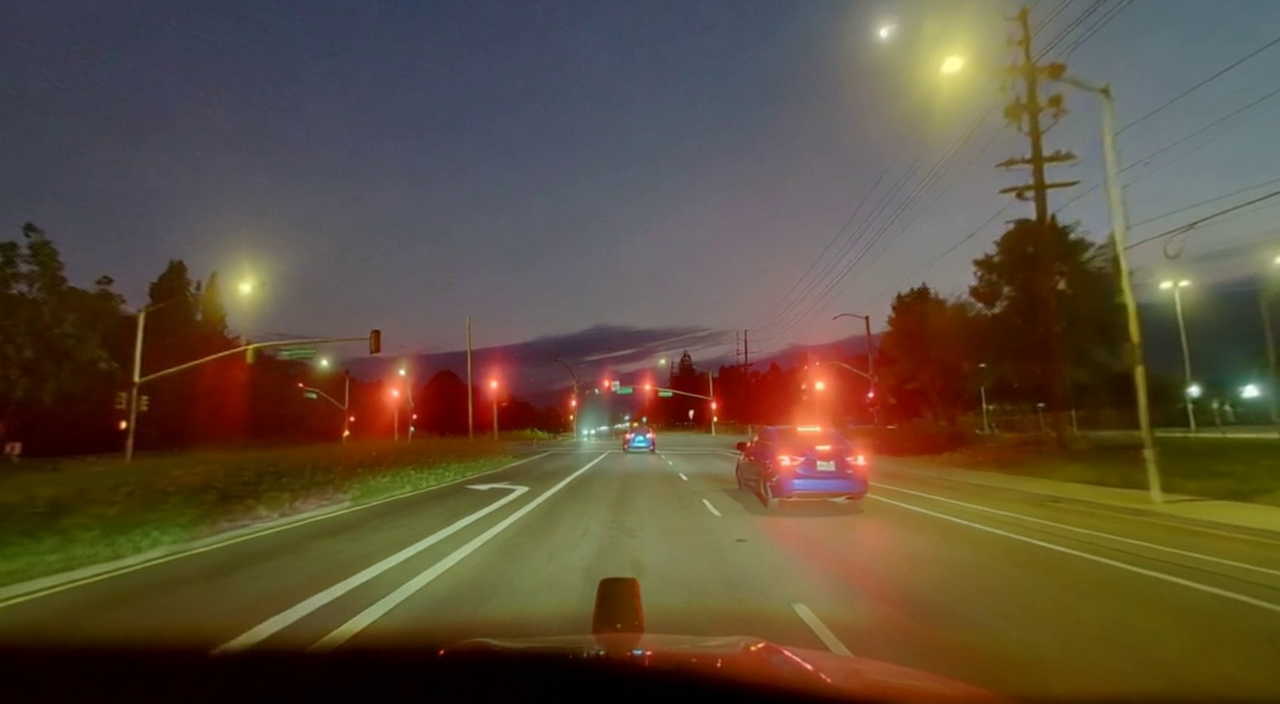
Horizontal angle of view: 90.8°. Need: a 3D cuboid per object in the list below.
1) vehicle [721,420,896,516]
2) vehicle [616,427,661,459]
[{"bbox_3d":[2.849,2.088,11.823,2.004,1.448,4.263,0,-8,-1],"label":"vehicle"},{"bbox_3d":[-0.072,4.540,31.542,2.110,1.466,3.860,0,-8,0],"label":"vehicle"}]
